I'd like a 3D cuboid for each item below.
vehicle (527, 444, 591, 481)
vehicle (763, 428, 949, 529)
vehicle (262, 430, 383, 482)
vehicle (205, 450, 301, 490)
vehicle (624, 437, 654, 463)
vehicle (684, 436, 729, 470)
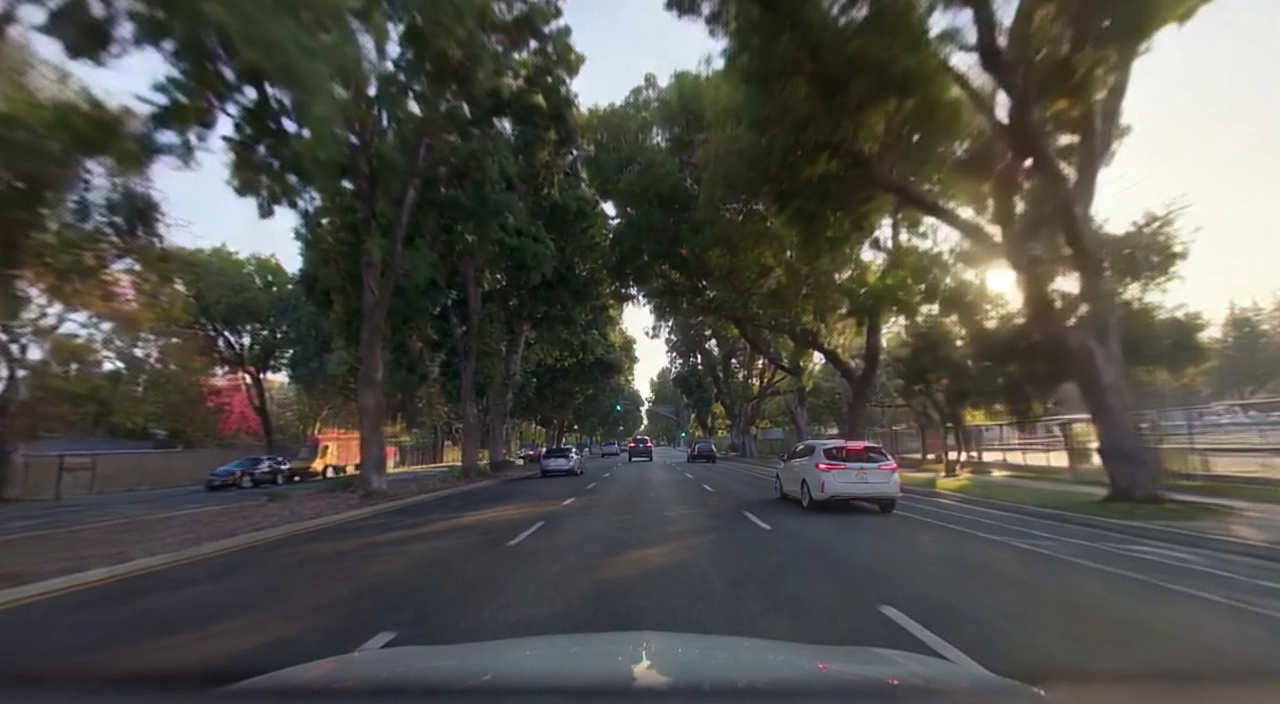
[{"bbox_3d":[-3.102,4.311,24.925,2.013,1.354,3.908,0,-8,0],"label":"vehicle"},{"bbox_3d":[3.683,2.227,11.675,1.919,1.502,4.232,0,-8,0],"label":"vehicle"},{"bbox_3d":[-22.355,7.385,45.492,2.816,3.267,11.356,0,-8,0],"label":"vehicle"},{"bbox_3d":[-22.263,6.765,36.612,2.159,1.908,5.564,-2,-8,-1],"label":"vehicle"},{"bbox_3d":[-0.094,7.529,48.725,2.247,1.882,4.603,0,-8,-1],"label":"vehicle"},{"bbox_3d":[3.598,5.543,34.832,1.980,1.709,4.367,0,-8,-1],"label":"vehicle"}]
